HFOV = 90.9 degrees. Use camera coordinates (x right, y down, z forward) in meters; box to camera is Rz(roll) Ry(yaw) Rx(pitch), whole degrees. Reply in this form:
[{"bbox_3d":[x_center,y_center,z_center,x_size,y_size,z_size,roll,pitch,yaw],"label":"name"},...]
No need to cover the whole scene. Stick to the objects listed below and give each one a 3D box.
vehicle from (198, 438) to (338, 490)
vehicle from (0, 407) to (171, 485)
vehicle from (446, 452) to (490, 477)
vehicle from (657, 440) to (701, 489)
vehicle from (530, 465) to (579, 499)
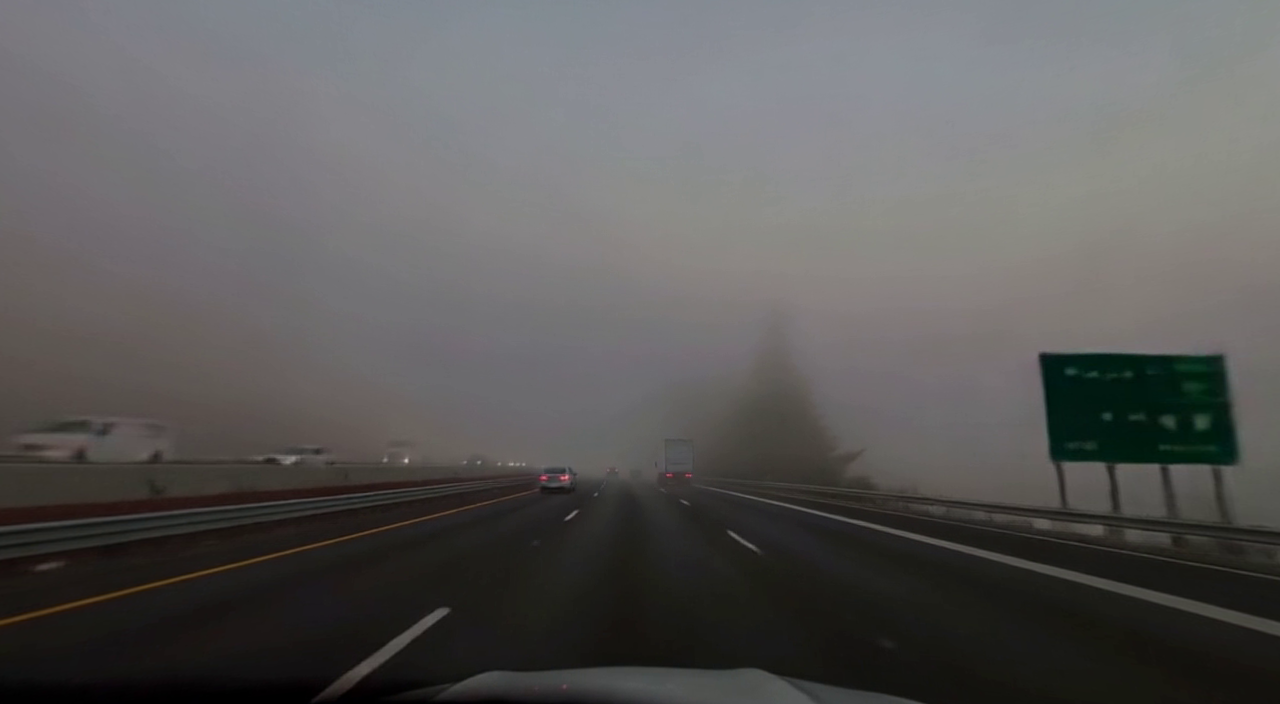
[{"bbox_3d":[-11.762,3.625,20.340,1.874,1.446,4.444,1,-11,-1],"label":"vehicle"},{"bbox_3d":[-21.077,3.655,23.838,2.275,2.518,5.911,1,-11,-4],"label":"vehicle"},{"bbox_3d":[-12.915,8.530,47.710,2.058,1.786,4.890,1,-11,-2],"label":"vehicle"},{"bbox_3d":[2.948,8.909,49.753,2.738,3.456,7.520,1,-11,-1],"label":"vehicle"},{"bbox_3d":[-4.012,6.178,30.098,1.868,1.485,3.770,1,-11,-1],"label":"vehicle"}]
